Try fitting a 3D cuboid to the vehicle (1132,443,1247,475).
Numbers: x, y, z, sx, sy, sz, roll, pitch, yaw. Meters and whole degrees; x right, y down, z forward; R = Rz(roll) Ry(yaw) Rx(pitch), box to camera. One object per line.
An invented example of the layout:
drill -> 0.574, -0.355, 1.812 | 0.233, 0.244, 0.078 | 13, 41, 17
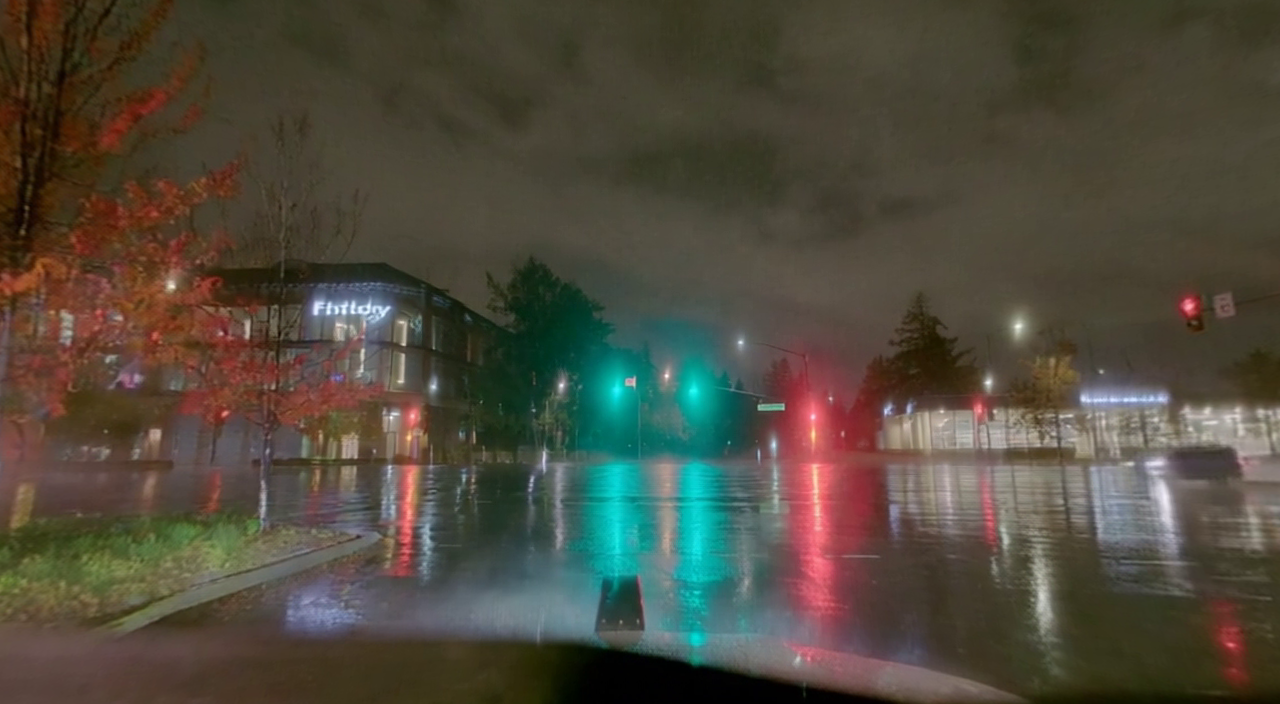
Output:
vehicle -> 30.718, 5.966, 35.405 | 4.639, 1.699, 2.030 | 0, -9, -3
